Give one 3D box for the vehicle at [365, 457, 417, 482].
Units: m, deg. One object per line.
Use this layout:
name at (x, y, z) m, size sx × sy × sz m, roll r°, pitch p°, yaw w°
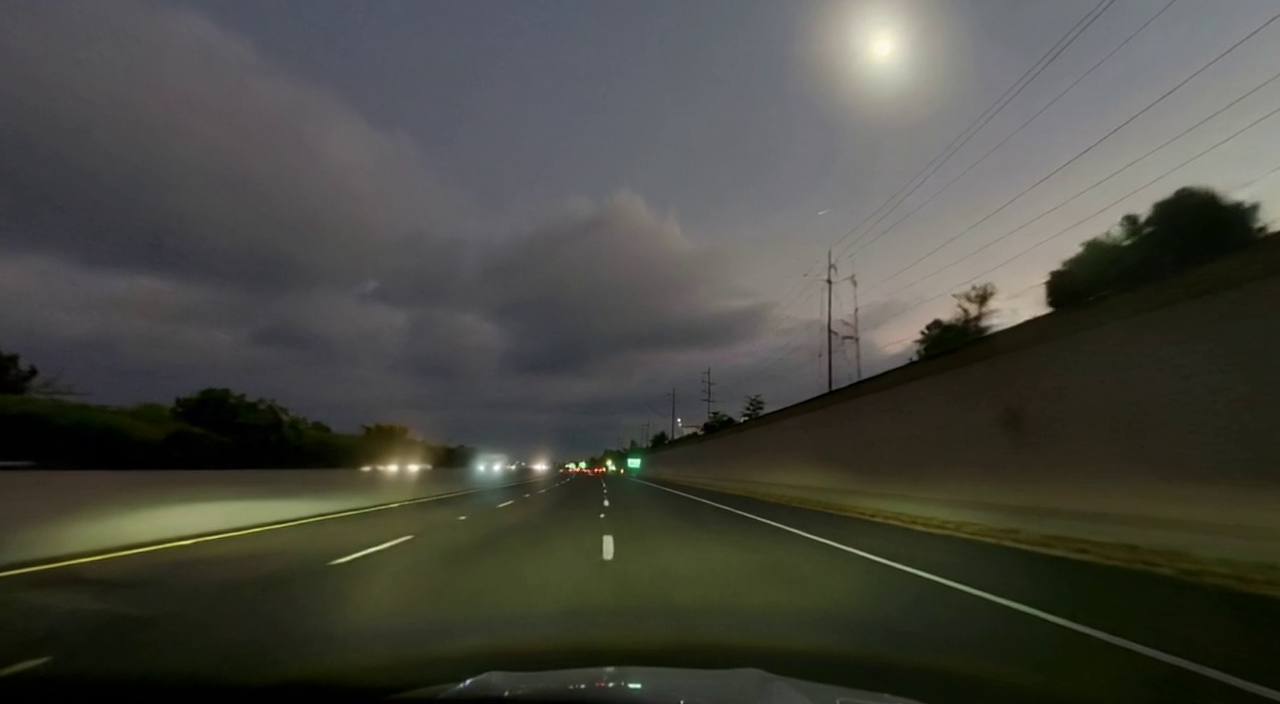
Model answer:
vehicle at (-16.675, 7.909, 42.432) m, size 1.862 × 1.517 × 4.515 m, roll 1°, pitch -10°, yaw -4°
